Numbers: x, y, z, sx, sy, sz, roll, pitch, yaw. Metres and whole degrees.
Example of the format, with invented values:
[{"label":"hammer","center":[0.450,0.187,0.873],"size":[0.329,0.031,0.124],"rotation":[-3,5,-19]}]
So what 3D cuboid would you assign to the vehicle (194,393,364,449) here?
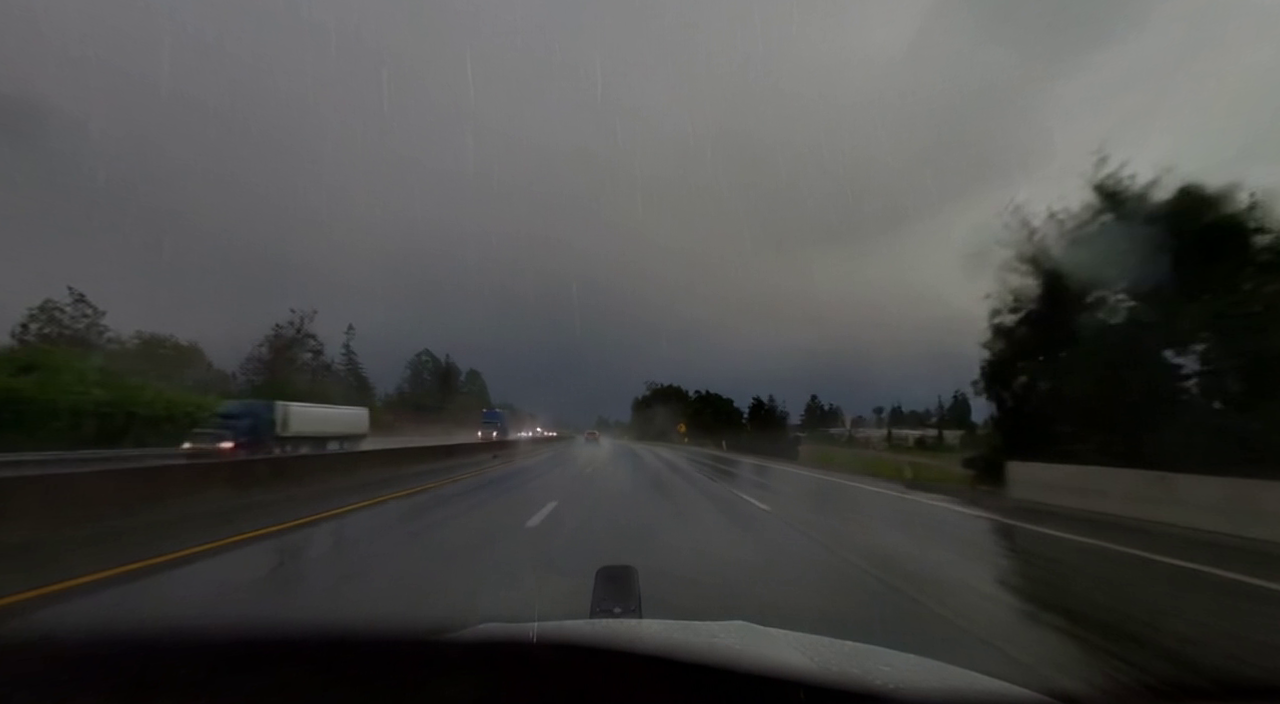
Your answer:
[{"label":"vehicle","center":[-17.510,3.558,31.560],"size":[3.237,2.392,9.149],"rotation":[0,-8,-1]}]
